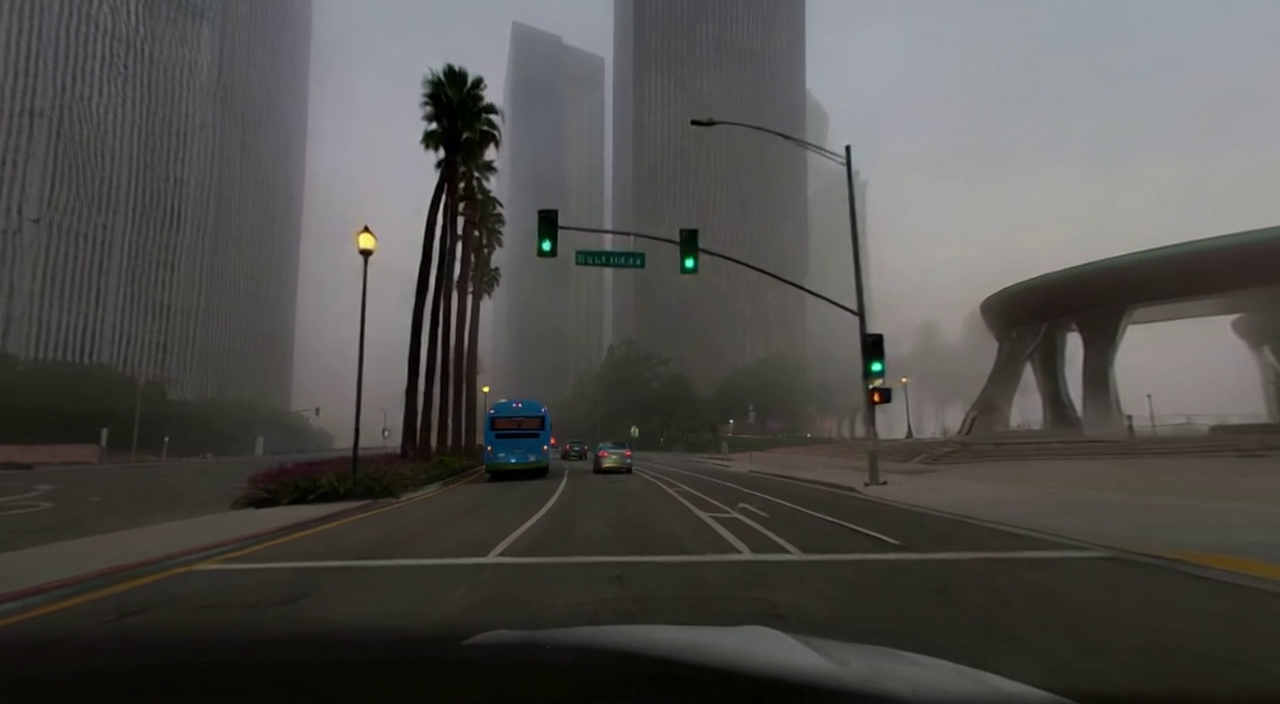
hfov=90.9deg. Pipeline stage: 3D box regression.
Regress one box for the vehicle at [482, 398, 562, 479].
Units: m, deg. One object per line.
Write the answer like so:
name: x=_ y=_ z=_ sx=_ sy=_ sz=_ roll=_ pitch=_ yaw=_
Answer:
vehicle: x=-4.966 y=3.850 z=28.065 sx=2.678 sy=3.042 sz=8.474 roll=0 pitch=-8 yaw=-5

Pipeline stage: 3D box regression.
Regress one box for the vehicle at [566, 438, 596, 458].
vehicle: x=-4.661 y=7.554 z=49.644 sx=1.993 sy=1.452 sz=3.873 roll=1 pitch=-8 yaw=-11

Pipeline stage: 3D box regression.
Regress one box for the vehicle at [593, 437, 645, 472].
vehicle: x=-1.073 y=4.781 z=29.577 sx=2.107 sy=1.481 sz=4.097 roll=1 pitch=-8 yaw=-6
